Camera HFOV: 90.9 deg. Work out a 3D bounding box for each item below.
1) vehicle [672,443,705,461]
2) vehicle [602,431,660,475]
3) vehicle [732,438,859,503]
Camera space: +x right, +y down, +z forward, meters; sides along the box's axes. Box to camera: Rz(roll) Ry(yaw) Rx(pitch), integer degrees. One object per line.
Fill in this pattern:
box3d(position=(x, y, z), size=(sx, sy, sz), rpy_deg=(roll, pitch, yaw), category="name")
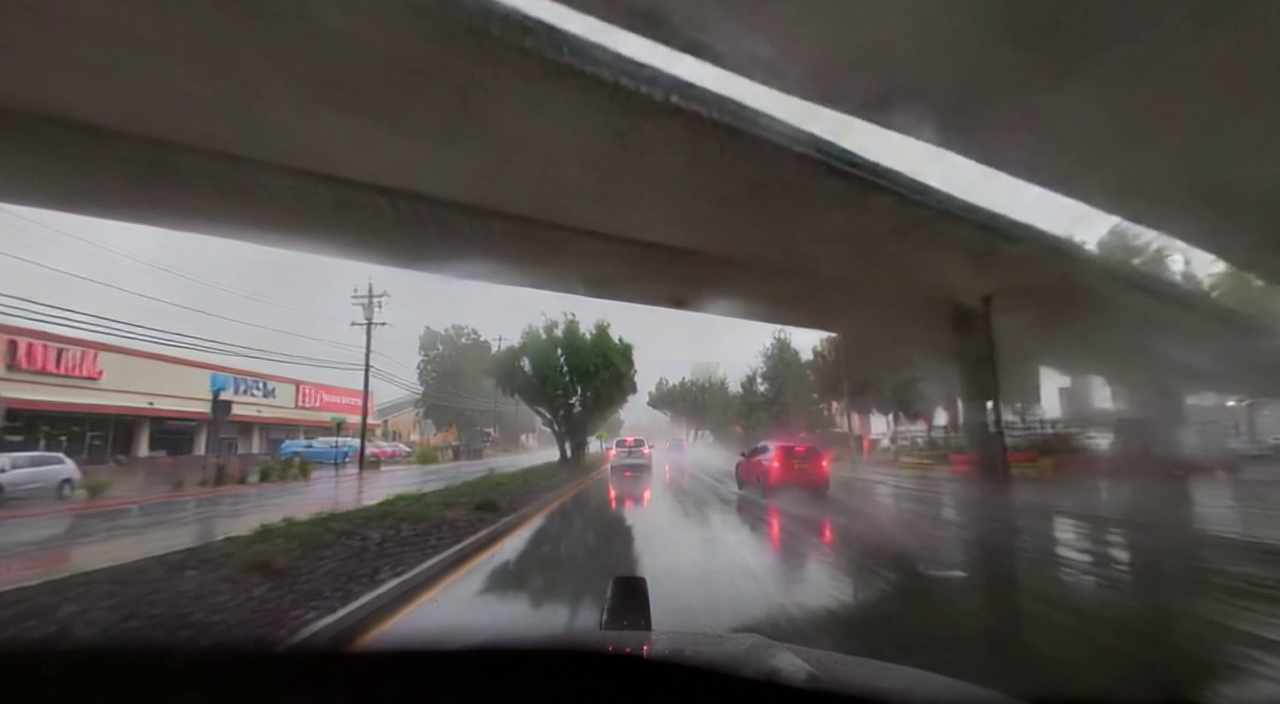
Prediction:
box3d(position=(3.724, 7.804, 49.349), size=(2.126, 1.375, 4.241), rpy_deg=(0, -8, -2), category="vehicle")
box3d(position=(-0.384, 4.618, 29.014), size=(2.441, 1.813, 4.581), rpy_deg=(0, -8, 0), category="vehicle")
box3d(position=(3.897, 3.042, 16.700), size=(1.954, 1.479, 4.557), rpy_deg=(0, -8, -3), category="vehicle")
